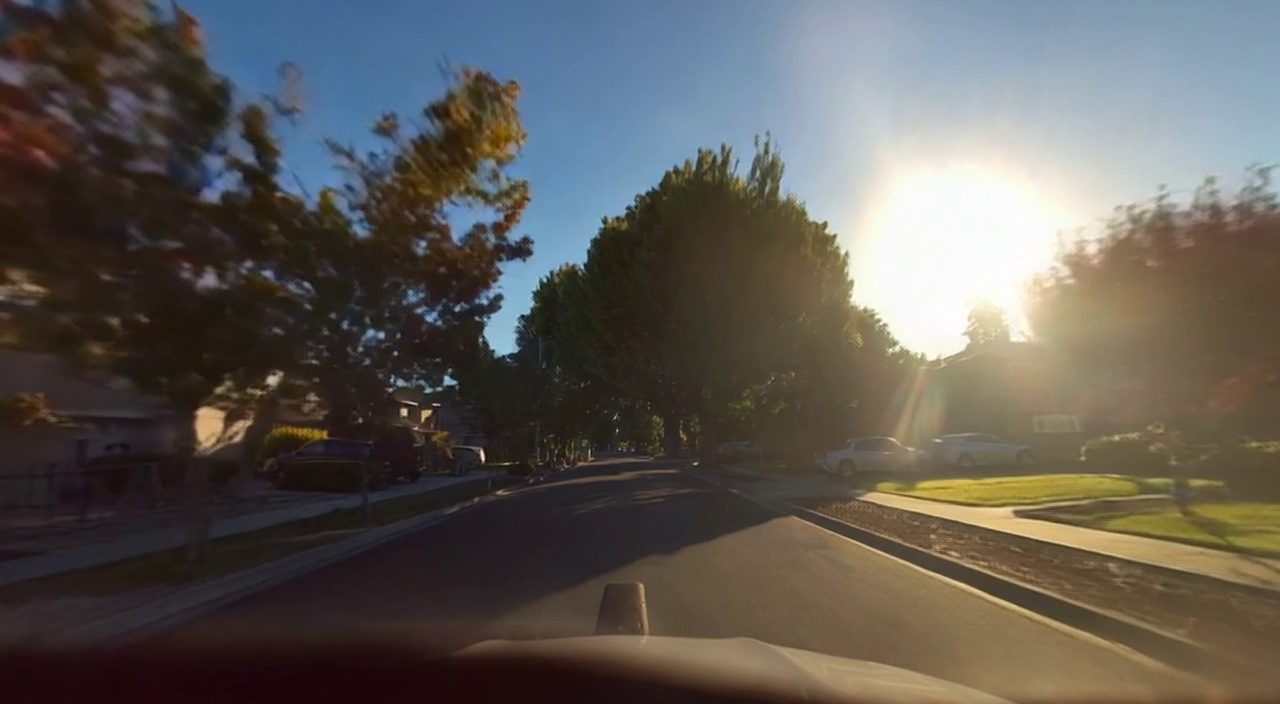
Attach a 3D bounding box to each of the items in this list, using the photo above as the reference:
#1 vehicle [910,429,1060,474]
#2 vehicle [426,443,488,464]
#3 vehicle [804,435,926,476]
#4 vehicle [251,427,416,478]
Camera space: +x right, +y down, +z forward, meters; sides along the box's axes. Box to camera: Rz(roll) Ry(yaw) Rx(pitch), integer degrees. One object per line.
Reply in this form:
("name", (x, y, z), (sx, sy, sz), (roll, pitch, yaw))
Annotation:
("vehicle", (15.223, 4.435, 28.126), (5.395, 1.917, 2.153), (0, -9, -2))
("vehicle", (-13.886, 7.682, 48.091), (4.190, 1.529, 1.880), (0, -8, -4))
("vehicle", (9.759, 4.513, 27.705), (4.582, 1.719, 1.947), (0, -8, -1))
("vehicle", (-12.509, 4.128, 26.098), (5.618, 1.997, 2.201), (0, -9, -1))
